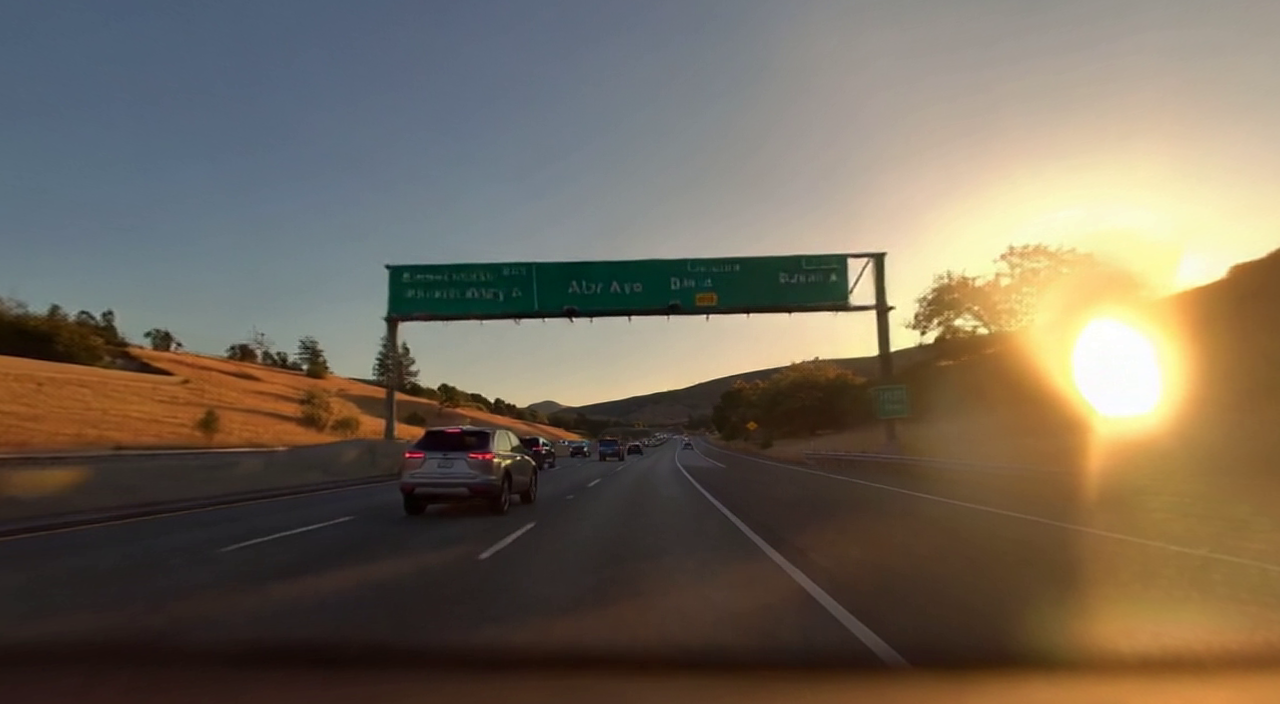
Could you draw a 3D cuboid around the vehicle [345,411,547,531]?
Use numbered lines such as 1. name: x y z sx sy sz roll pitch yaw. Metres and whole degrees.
1. vehicle: -3.387 2.217 12.264 2.218 1.848 4.789 0 -9 2
